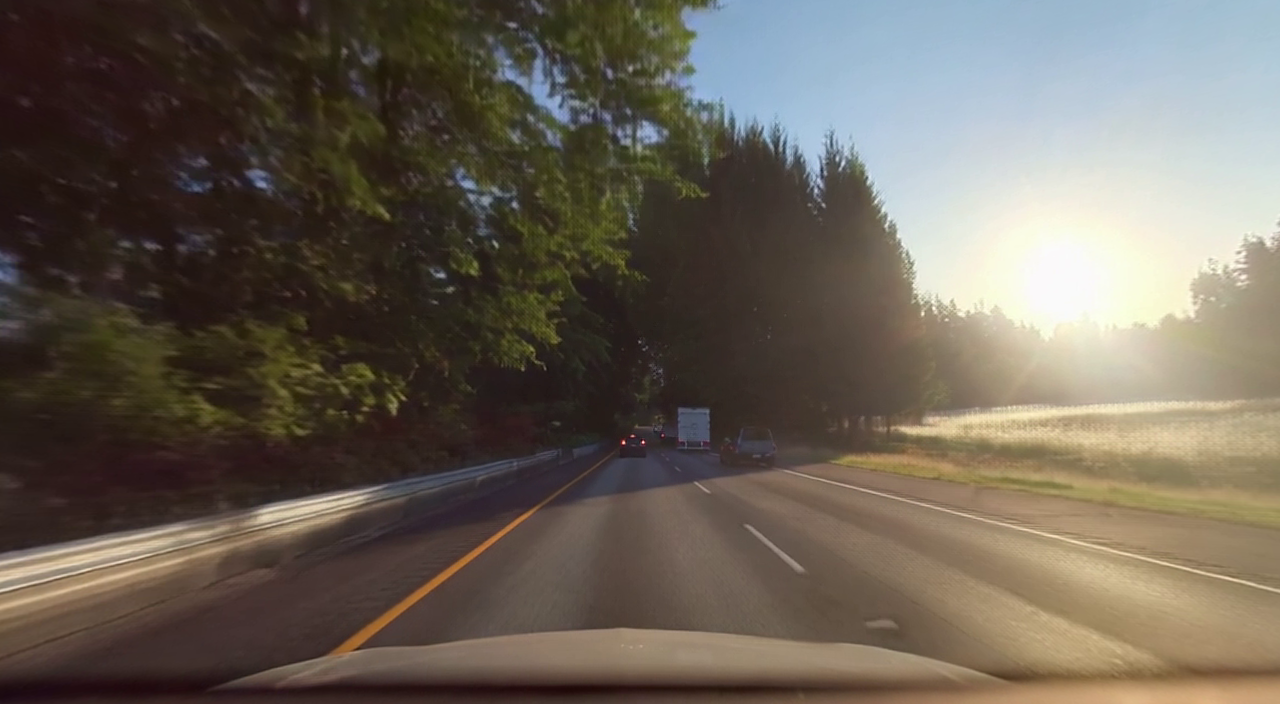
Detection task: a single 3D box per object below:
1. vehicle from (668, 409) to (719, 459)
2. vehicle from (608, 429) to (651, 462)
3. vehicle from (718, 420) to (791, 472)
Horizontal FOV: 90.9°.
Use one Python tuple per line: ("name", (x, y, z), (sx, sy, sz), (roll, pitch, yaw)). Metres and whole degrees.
("vehicle", (3.520, 5.576, 43.023), (2.728, 3.053, 7.708), (0, -7, 0))
("vehicle", (-0.586, 5.076, 34.402), (2.206, 1.681, 4.111), (0, -7, -1))
("vehicle", (4.506, 3.764, 25.436), (2.073, 1.905, 4.023), (0, -7, -1))
